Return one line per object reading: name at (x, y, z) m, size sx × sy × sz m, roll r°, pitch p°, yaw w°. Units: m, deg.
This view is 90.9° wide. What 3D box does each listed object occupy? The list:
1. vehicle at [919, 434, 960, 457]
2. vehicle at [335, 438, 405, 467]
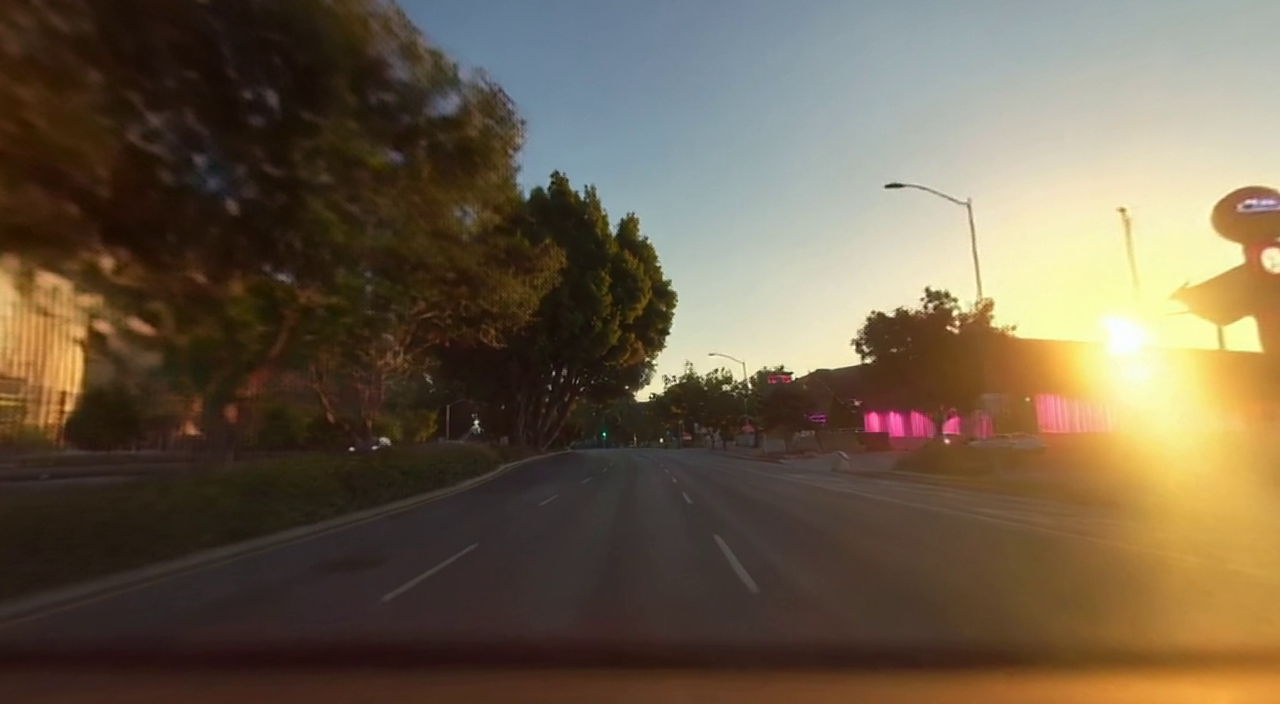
vehicle at (23.096, 7.222, 48.711) m, size 1.815 × 1.618 × 4.383 m, roll -2°, pitch -9°, yaw 12°
vehicle at (-18.388, 6.885, 43.362) m, size 2.204 × 1.821 × 5.864 m, roll 0°, pitch -8°, yaw 0°
